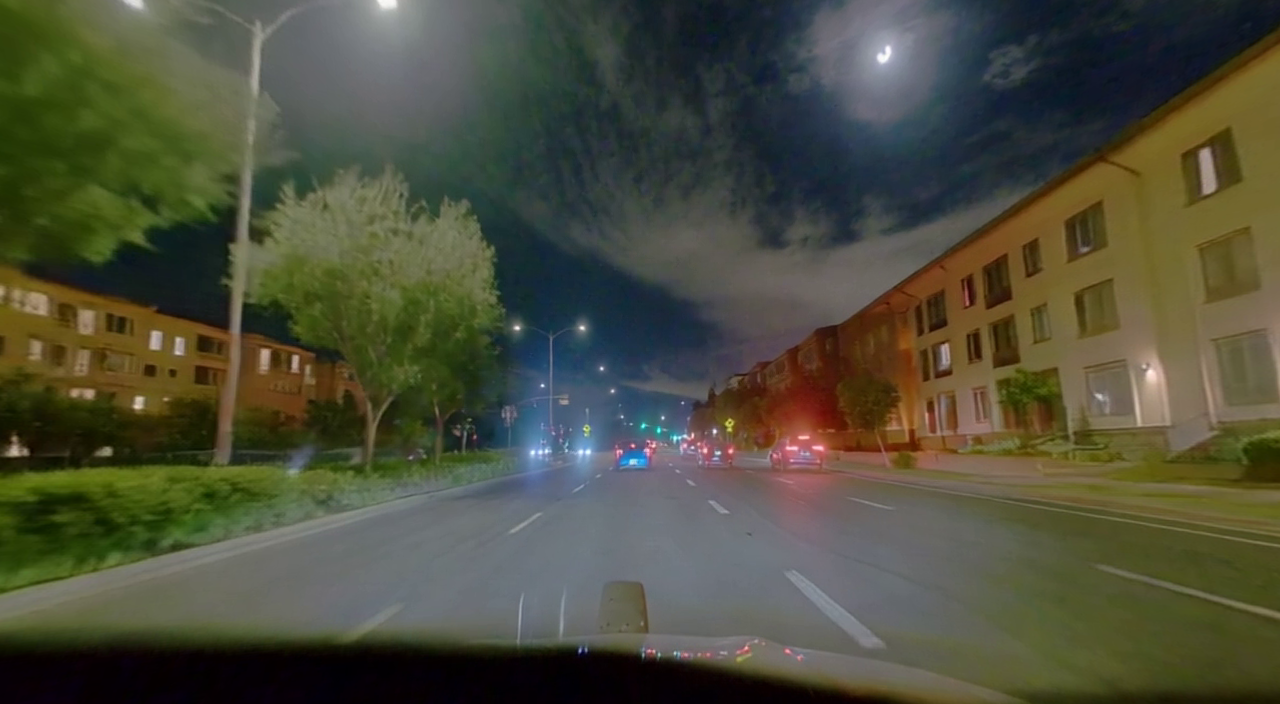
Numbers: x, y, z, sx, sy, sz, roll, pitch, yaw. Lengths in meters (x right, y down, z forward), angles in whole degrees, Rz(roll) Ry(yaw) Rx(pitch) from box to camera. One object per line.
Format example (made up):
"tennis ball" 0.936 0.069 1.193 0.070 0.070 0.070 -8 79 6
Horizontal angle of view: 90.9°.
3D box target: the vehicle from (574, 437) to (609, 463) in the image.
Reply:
"vehicle" -3.342 6.798 44.056 2.031 1.705 4.325 0 -8 1

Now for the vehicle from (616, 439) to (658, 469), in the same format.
"vehicle" -0.111 5.396 33.505 2.102 1.481 3.907 0 -8 1

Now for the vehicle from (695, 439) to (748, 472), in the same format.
"vehicle" 3.930 5.053 31.082 2.067 1.514 4.188 0 -8 0

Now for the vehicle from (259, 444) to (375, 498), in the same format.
"vehicle" -10.366 3.801 20.584 1.728 1.560 3.779 0 -8 1

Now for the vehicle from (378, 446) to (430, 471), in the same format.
"vehicle" -17.802 8.035 47.870 2.110 1.789 4.639 0 -8 1

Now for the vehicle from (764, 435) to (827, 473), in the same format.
"vehicle" 7.484 4.943 30.794 1.972 1.700 4.269 0 -8 0
